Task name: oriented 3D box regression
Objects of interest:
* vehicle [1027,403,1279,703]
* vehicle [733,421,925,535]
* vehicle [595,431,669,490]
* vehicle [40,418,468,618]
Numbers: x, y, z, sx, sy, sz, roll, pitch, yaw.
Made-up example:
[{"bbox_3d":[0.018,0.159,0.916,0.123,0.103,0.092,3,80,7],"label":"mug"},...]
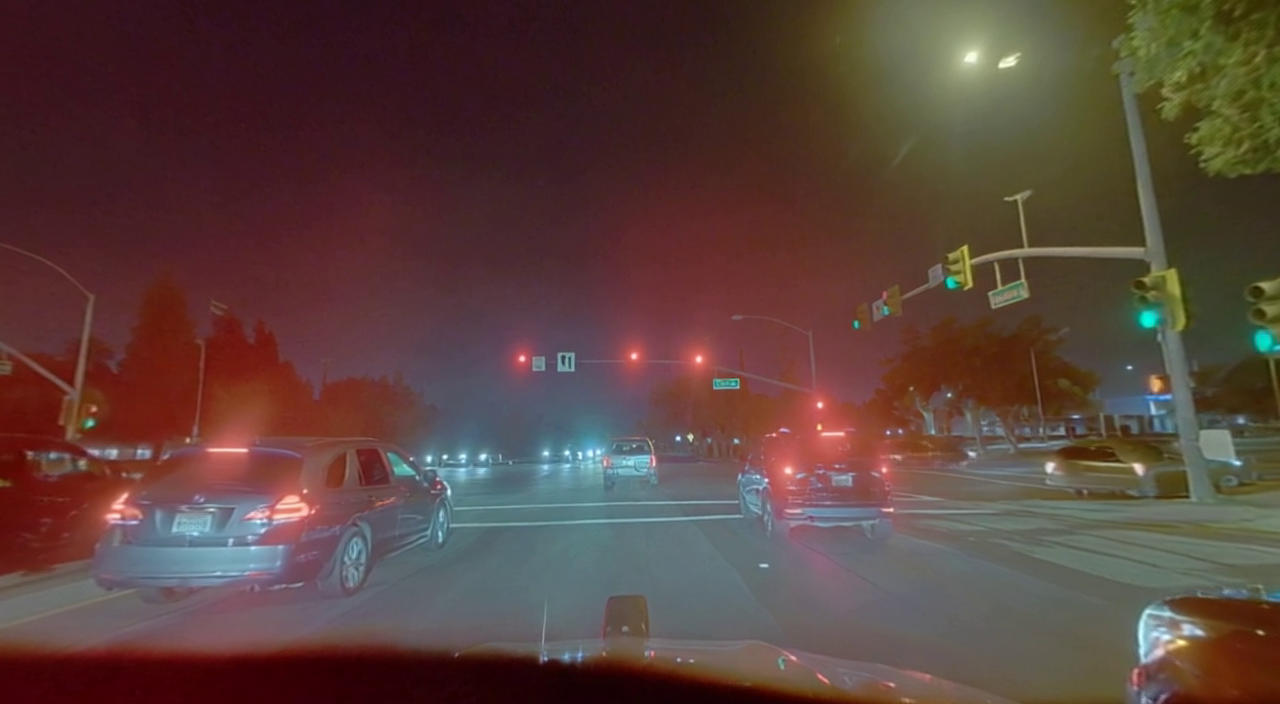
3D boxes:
[{"bbox_3d":[3.168,0.790,1.318,1.960,1.460,4.233,0,-8,-1],"label":"vehicle"},{"bbox_3d":[3.191,2.229,11.814,2.097,1.707,4.461,0,-8,-2],"label":"vehicle"},{"bbox_3d":[-0.213,3.520,20.808,2.215,1.749,3.976,0,-8,1],"label":"vehicle"},{"bbox_3d":[-3.527,1.582,7.019,1.941,1.492,4.399,0,-8,1],"label":"vehicle"}]
